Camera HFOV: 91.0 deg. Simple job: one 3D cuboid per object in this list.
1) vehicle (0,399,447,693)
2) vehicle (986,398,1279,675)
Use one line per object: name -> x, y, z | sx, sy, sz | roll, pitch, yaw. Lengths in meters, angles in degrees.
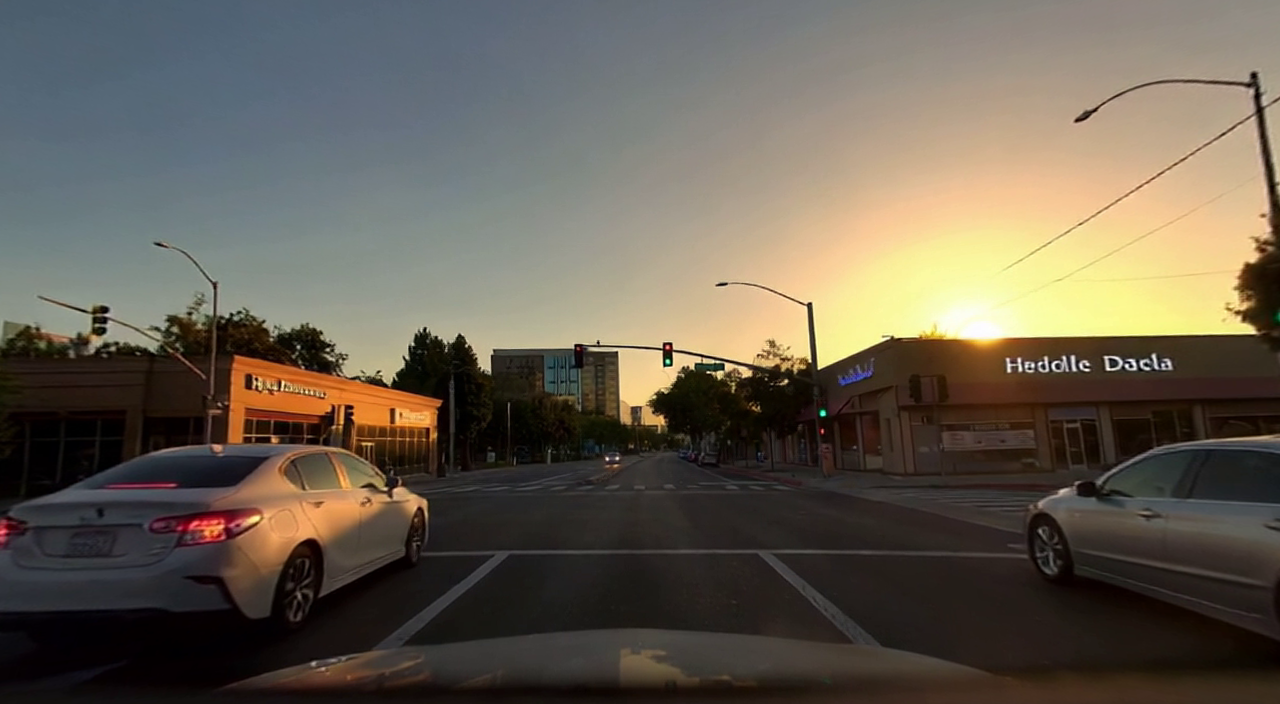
vehicle -> -3.443, 1.402, 5.724 | 1.947, 1.627, 4.248 | 0, -9, 1
vehicle -> 4.902, 1.260, 4.746 | 2.039, 1.655, 4.495 | 0, -9, 1
